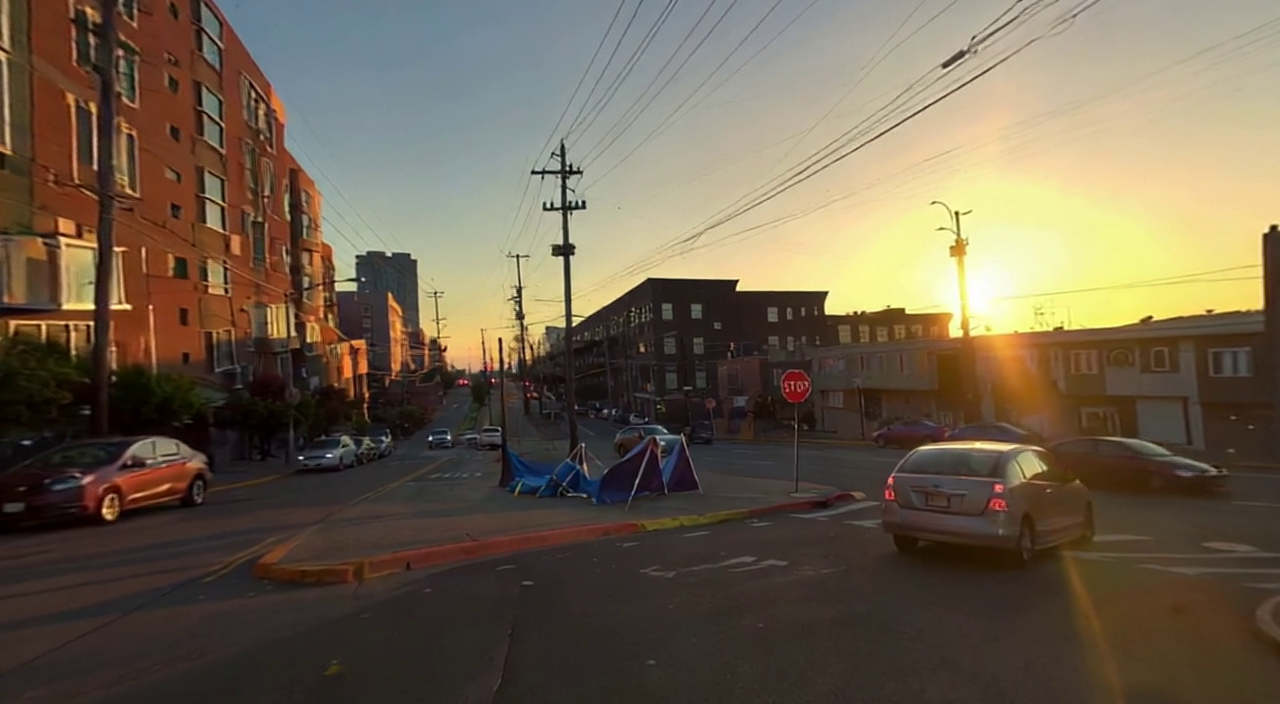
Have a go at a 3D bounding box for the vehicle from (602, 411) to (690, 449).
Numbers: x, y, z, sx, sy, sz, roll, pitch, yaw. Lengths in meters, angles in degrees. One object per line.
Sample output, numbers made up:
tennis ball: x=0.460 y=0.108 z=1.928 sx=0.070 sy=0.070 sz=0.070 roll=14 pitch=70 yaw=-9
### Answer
vehicle: x=0.236 y=4.512 z=36.170 sx=2.152 sy=1.970 sz=5.506 roll=5 pitch=-10 yaw=-35

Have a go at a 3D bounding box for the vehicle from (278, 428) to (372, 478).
vehicle: x=-12.898 y=4.151 z=26.284 sx=2.054 sy=1.800 sz=5.212 roll=1 pitch=-8 yaw=-10

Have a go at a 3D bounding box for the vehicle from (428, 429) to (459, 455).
vehicle: x=-14.364 y=6.538 z=46.038 sx=1.987 sy=1.686 sz=3.971 roll=0 pitch=-8 yaw=-19

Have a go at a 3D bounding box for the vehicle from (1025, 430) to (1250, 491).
vehicle: x=14.057 y=3.052 z=18.138 sx=1.904 sy=1.498 sz=4.642 roll=6 pitch=-10 yaw=-38

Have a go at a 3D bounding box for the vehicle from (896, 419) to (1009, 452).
vehicle: x=14.921 y=4.043 z=30.367 sx=1.790 sy=1.468 sz=4.422 roll=6 pitch=-10 yaw=-38

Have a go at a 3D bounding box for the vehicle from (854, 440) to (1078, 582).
vehicle: x=5.175 y=2.215 z=9.771 sx=1.945 sy=1.647 sz=4.160 roll=-8 pitch=-11 yaw=42

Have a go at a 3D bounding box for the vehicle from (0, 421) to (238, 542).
vehicle: x=-10.068 y=2.333 z=12.179 sx=1.934 sy=1.798 sz=5.317 roll=1 pitch=-8 yaw=-10
